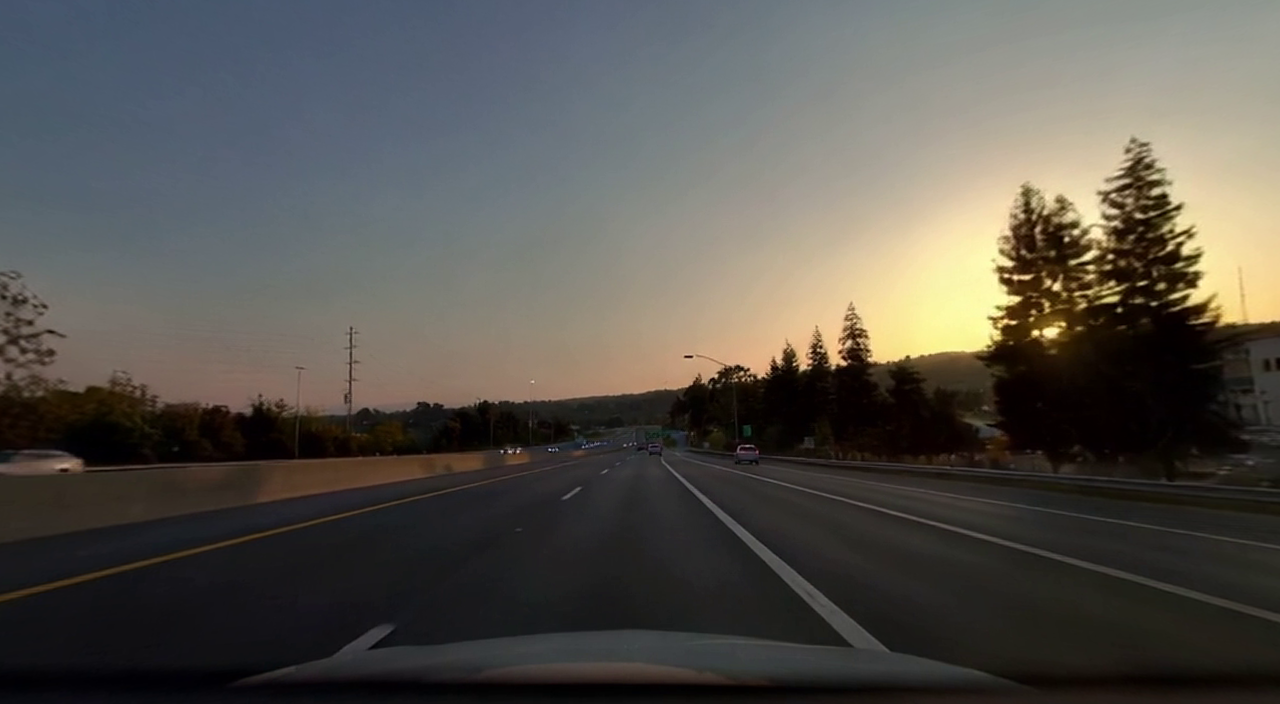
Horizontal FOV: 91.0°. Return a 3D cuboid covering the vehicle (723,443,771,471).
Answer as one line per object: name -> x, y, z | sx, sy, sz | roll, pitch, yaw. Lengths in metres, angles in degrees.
vehicle -> 6.520, 6.455, 38.907 | 2.085, 1.594, 4.848 | 0, -9, 0
